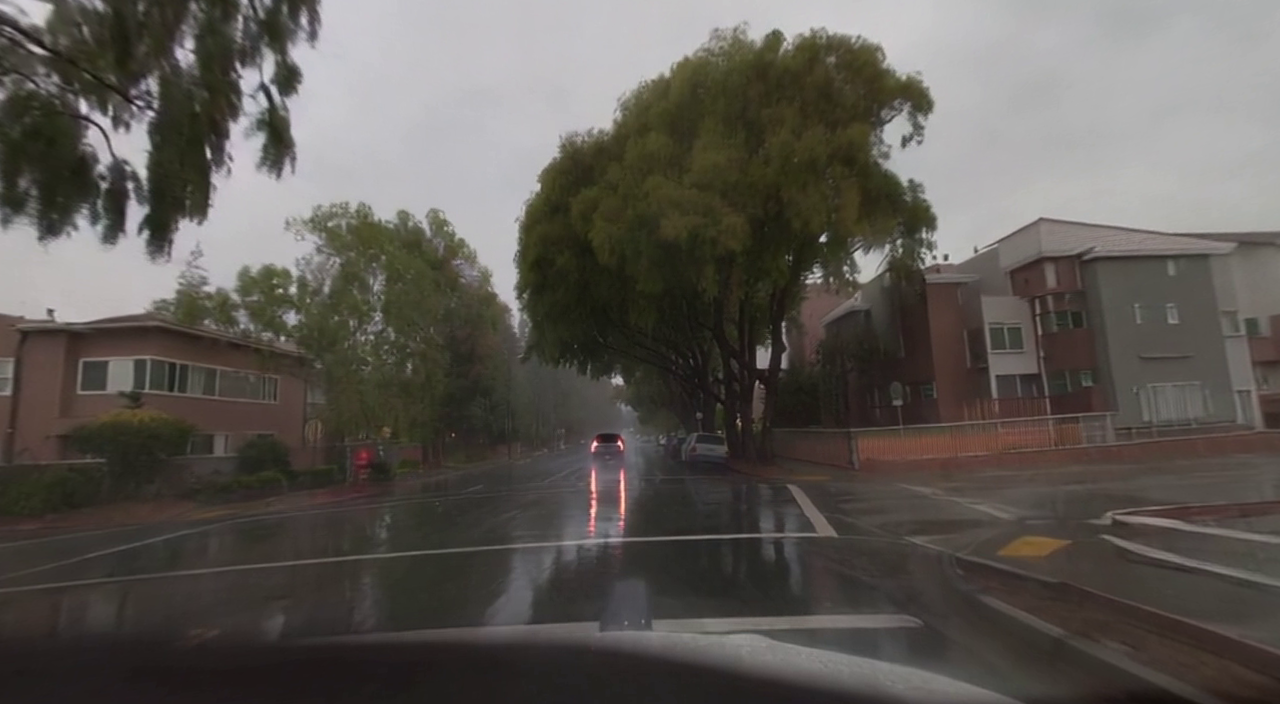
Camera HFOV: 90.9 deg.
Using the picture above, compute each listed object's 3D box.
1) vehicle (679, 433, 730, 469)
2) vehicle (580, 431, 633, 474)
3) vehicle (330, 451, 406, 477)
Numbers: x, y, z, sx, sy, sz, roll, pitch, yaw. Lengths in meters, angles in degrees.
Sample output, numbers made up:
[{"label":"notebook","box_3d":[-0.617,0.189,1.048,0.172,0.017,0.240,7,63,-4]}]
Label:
[{"label":"vehicle","box_3d":[3.099,4.860,31.074,1.987,1.608,3.883,0,-8,-2]},{"label":"vehicle","box_3d":[-1.380,4.428,27.994,2.172,1.722,4.201,0,-8,0]},{"label":"vehicle","box_3d":[-16.938,6.971,39.364,3.806,1.501,1.892,0,-9,1]}]
